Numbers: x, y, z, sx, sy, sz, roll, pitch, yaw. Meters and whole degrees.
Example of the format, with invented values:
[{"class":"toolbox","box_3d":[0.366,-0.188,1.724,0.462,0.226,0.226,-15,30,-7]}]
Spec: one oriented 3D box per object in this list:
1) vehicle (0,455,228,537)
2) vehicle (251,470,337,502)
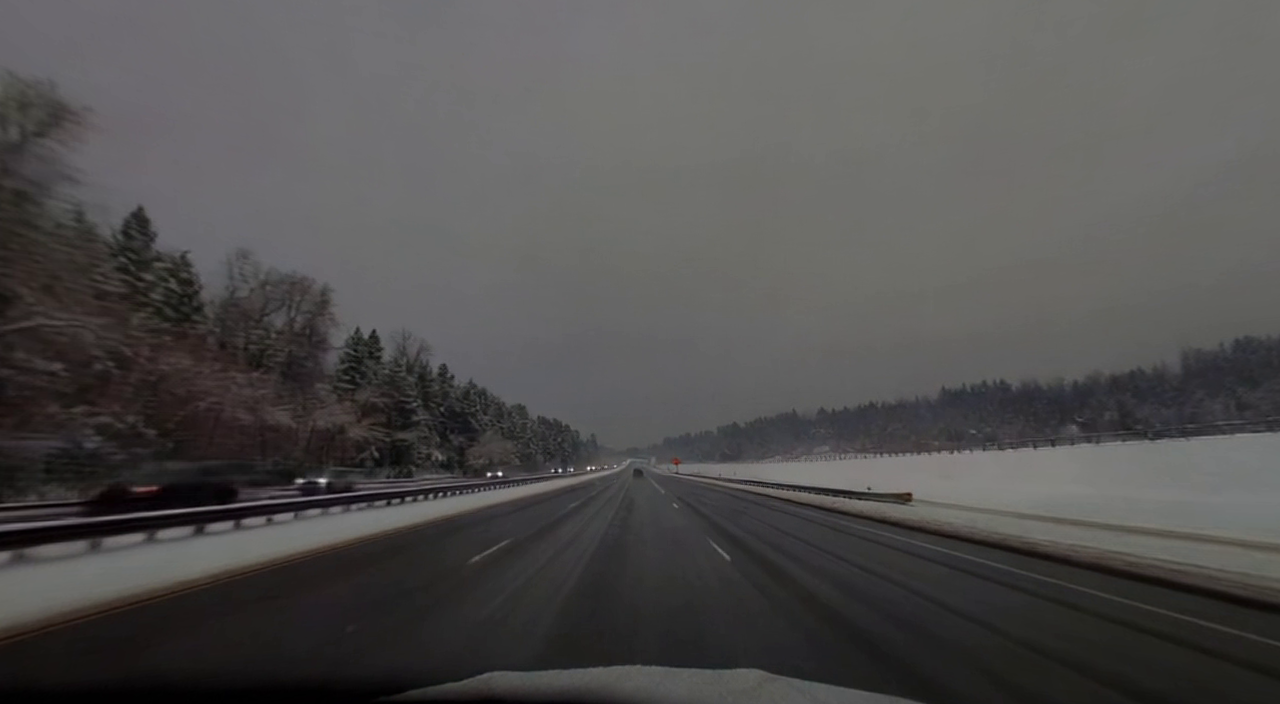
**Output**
[{"class":"vehicle","box_3d":[-12.528,3.432,15.424,1.927,1.669,4.199,1,-11,1]},{"class":"vehicle","box_3d":[-17.053,6.625,31.335,1.802,1.409,4.411,1,-11,-1]}]
